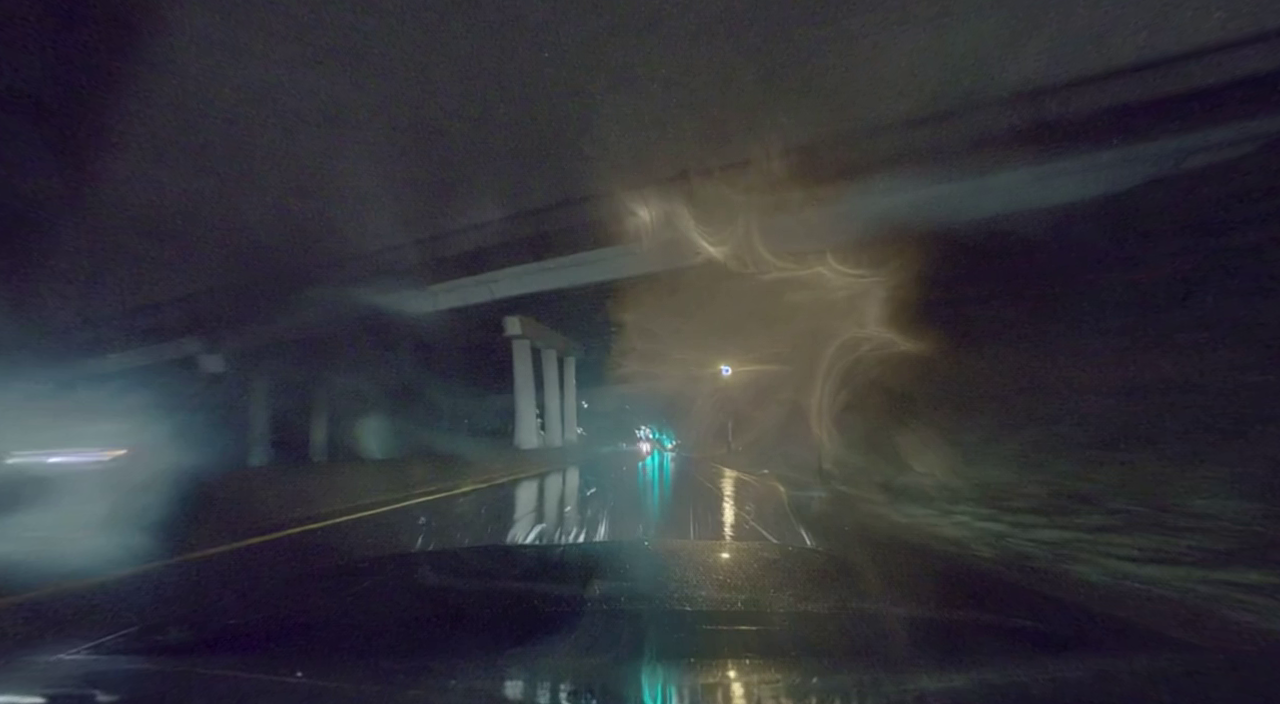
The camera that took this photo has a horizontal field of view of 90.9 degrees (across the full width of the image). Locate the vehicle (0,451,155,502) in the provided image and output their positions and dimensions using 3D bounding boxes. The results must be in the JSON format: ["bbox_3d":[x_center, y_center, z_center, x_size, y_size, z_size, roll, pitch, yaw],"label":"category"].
[{"bbox_3d":[-20.276,4.387,22.724,1.909,1.592,4.485,0,-8,1],"label":"vehicle"}]
